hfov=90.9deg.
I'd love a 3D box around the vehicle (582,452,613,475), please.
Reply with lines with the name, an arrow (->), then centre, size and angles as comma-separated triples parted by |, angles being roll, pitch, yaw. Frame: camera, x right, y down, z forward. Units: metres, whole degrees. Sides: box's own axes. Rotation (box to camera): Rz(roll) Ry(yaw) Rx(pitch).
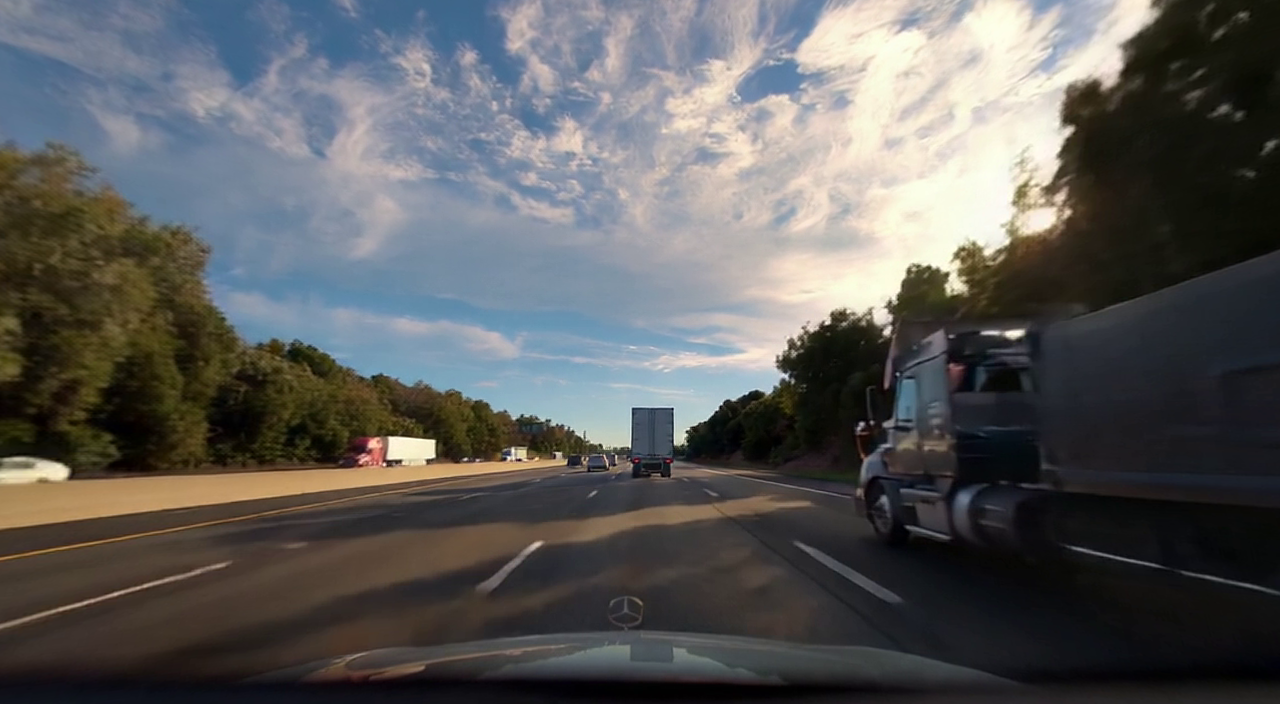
vehicle -> -3.111, 8.302, 47.065 | 2.061, 1.555, 3.900 | 0, -9, 0

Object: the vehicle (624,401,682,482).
vehicle -> 0.549, 5.458, 37.995 | 2.875, 4.056, 12.312 | 0, -9, -1

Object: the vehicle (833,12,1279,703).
vehicle -> 4.638, 0.540, 5.933 | 2.874, 3.635, 8.115 | 0, -9, -1

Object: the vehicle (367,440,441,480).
vehicle -> -18.063, 8.296, 48.772 | 2.845, 2.784, 7.224 | 0, -9, 1
